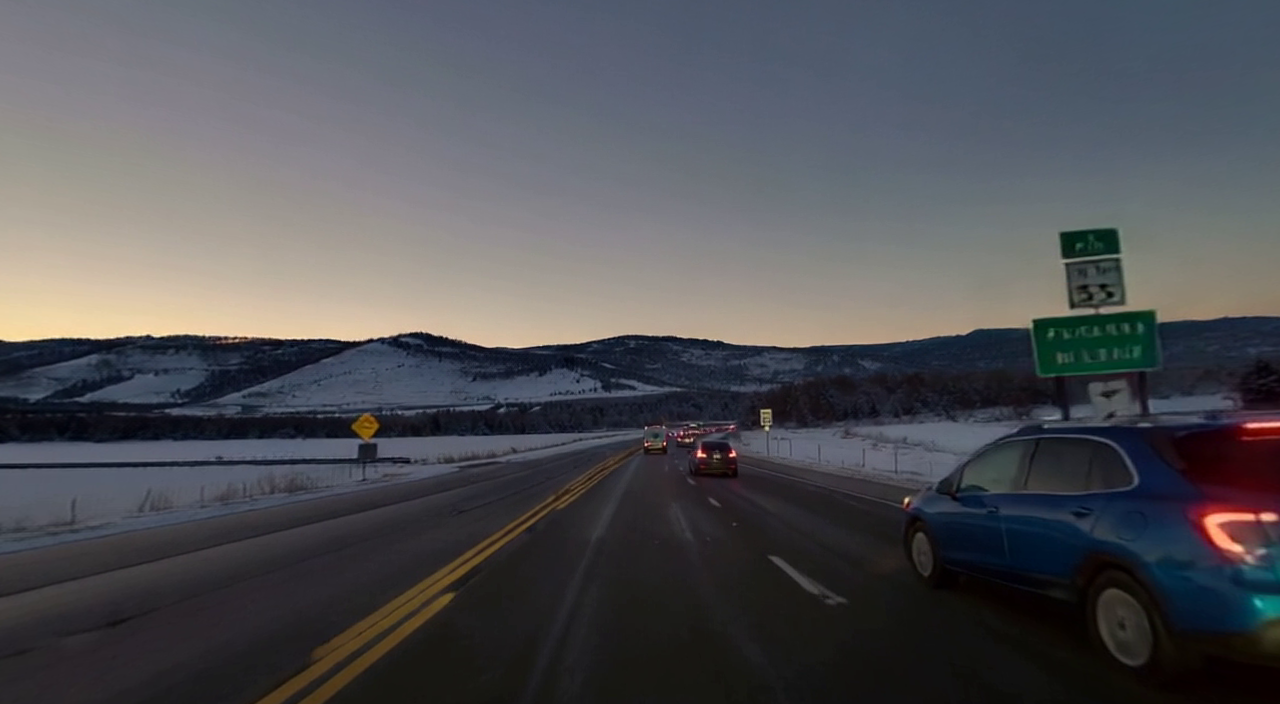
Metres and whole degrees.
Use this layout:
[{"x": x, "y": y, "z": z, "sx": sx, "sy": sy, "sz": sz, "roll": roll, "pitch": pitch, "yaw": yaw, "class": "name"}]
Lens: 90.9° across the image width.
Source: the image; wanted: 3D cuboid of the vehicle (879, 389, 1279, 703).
[{"x": 3.532, "y": 1.210, "z": 4.597, "sx": 2.007, "sy": 1.534, "sz": 3.976, "roll": 0, "pitch": -8, "yaw": 0, "class": "vehicle"}]

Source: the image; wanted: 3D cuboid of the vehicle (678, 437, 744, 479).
[{"x": 2.732, "y": 4.199, "z": 25.246, "sx": 2.026, "sy": 1.531, "sz": 4.273, "roll": 0, "pitch": -8, "yaw": -2, "class": "vehicle"}]
